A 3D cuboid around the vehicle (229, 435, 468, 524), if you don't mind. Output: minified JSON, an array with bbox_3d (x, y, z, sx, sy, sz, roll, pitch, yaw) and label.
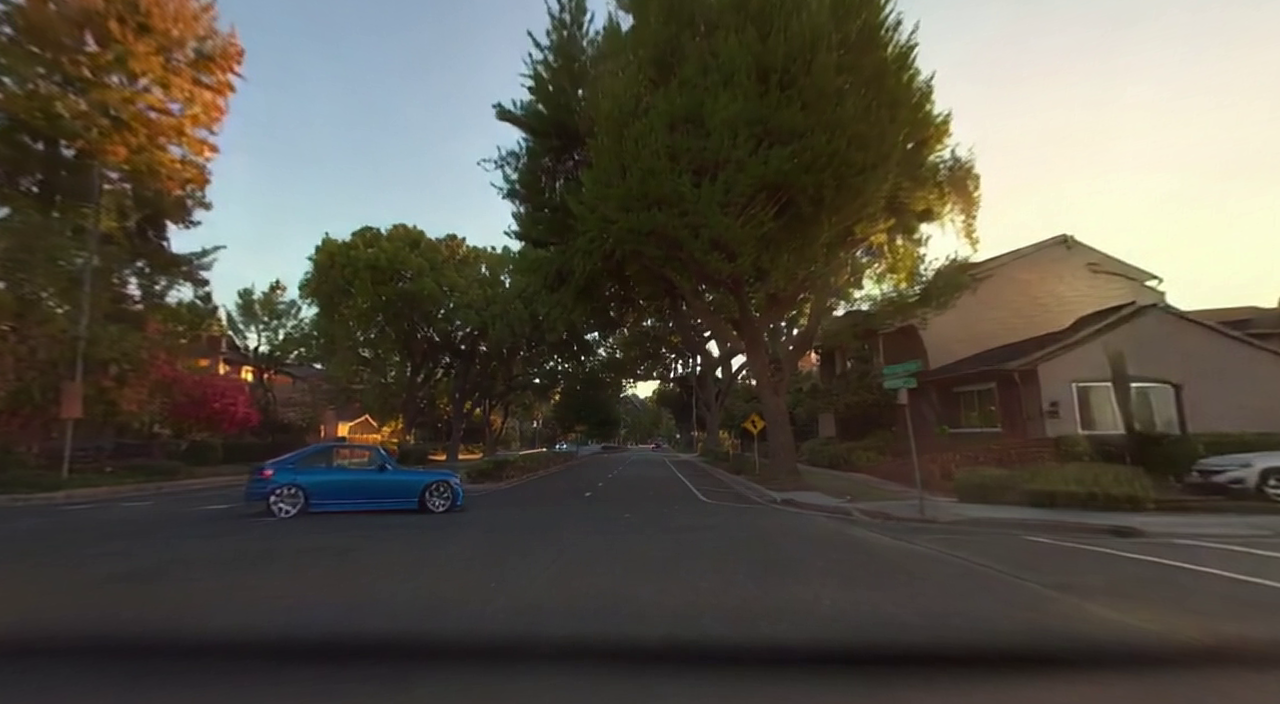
[{"bbox_3d":[-6.390,2.814,14.611,2.170,1.666,4.788,-3,-9,20],"label":"vehicle"}]
